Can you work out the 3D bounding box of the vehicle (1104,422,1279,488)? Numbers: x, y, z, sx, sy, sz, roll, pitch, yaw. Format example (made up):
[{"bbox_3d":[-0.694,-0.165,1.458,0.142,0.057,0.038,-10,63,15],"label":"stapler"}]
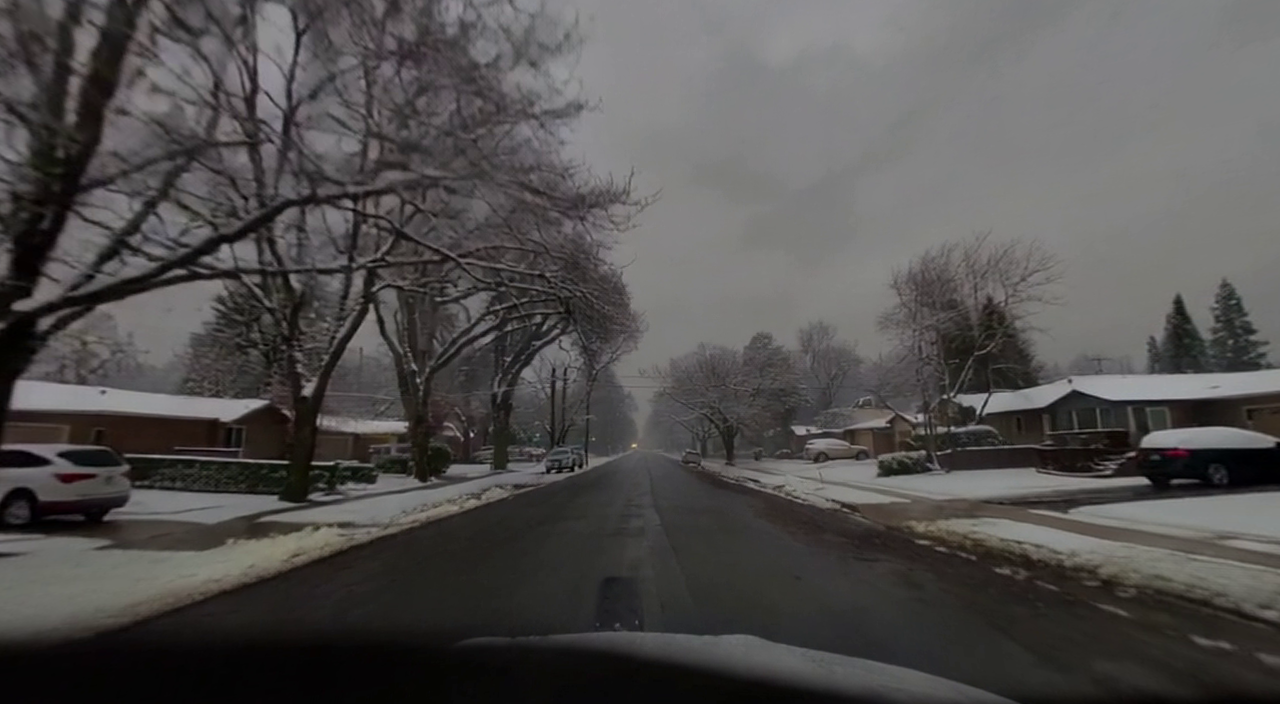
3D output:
[{"bbox_3d":[14.850,2.646,16.325,4.553,1.526,2.000,2,-9,-16],"label":"vehicle"}]

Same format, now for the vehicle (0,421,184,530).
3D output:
[{"bbox_3d":[-11.375,2.301,11.712,4.373,1.747,2.029,-3,-9,7],"label":"vehicle"}]

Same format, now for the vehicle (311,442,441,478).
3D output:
[{"bbox_3d":[-11.961,4.917,28.735,4.977,1.558,2.079,0,-9,1],"label":"vehicle"}]

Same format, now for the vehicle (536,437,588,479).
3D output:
[{"bbox_3d":[-4.927,6.737,40.445,2.482,2.054,5.323,1,-3,2],"label":"vehicle"}]

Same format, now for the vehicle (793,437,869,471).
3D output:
[{"bbox_3d":[10.490,5.606,34.732,3.647,1.784,1.650,-1,-8,2],"label":"vehicle"}]
